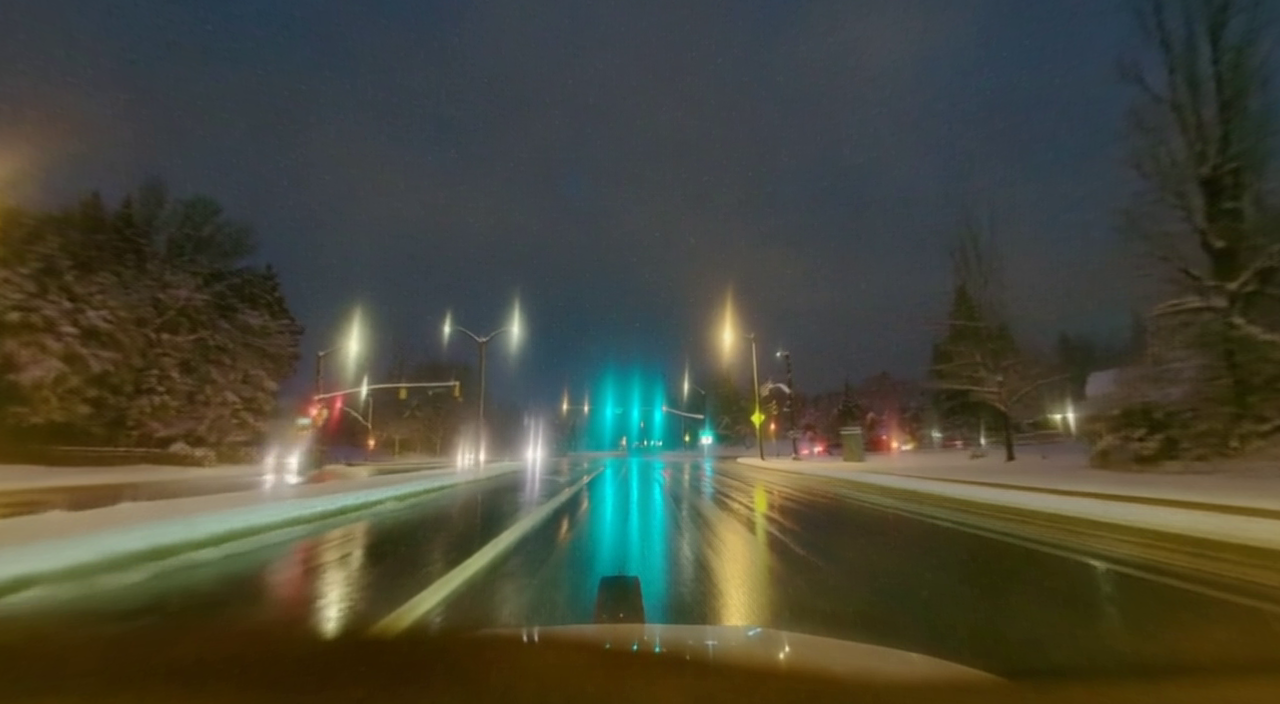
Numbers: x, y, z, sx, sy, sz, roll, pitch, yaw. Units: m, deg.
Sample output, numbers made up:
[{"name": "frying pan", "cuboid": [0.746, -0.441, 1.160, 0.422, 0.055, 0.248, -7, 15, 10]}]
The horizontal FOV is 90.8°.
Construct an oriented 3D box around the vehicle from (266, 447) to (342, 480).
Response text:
[{"name": "vehicle", "cuboid": [-18.187, 6.037, 34.399, 1.853, 1.646, 4.112, 0, -9, 0]}]
